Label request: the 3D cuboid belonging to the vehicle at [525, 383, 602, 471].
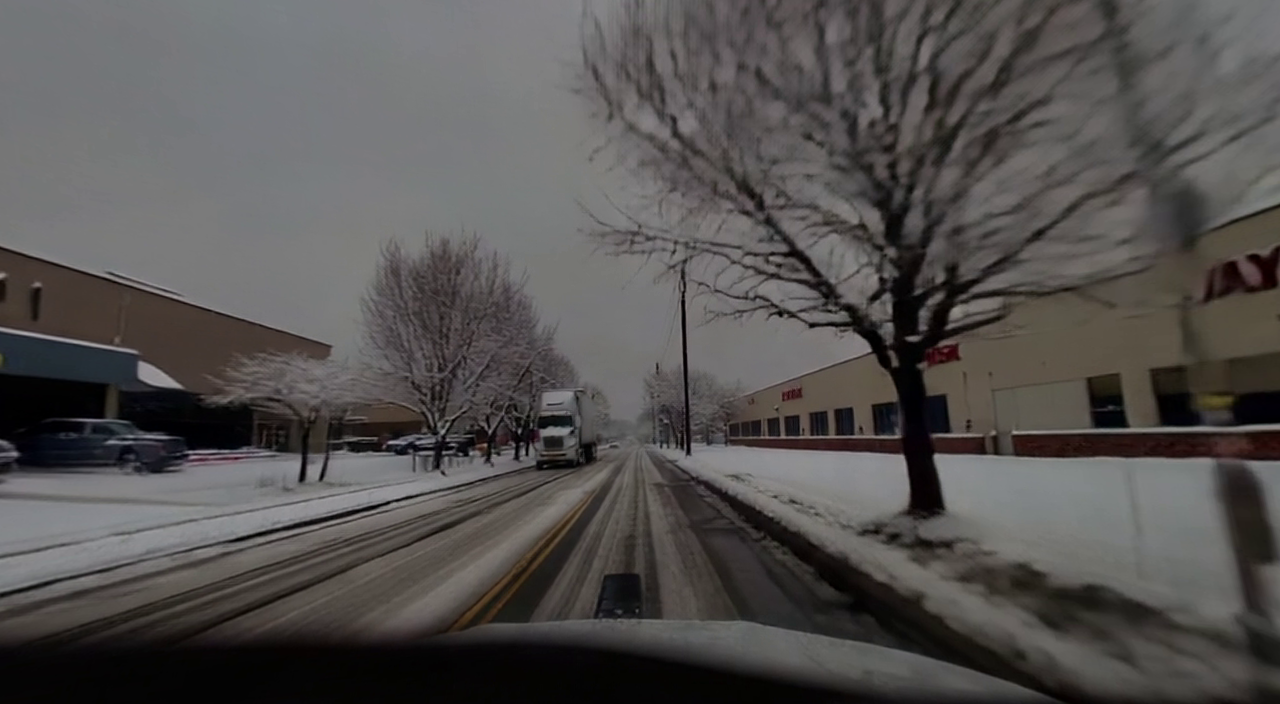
[{"bbox_3d":[-4.561,5.047,41.611,2.976,4.754,15.127,0,-7,1],"label":"vehicle"}]
